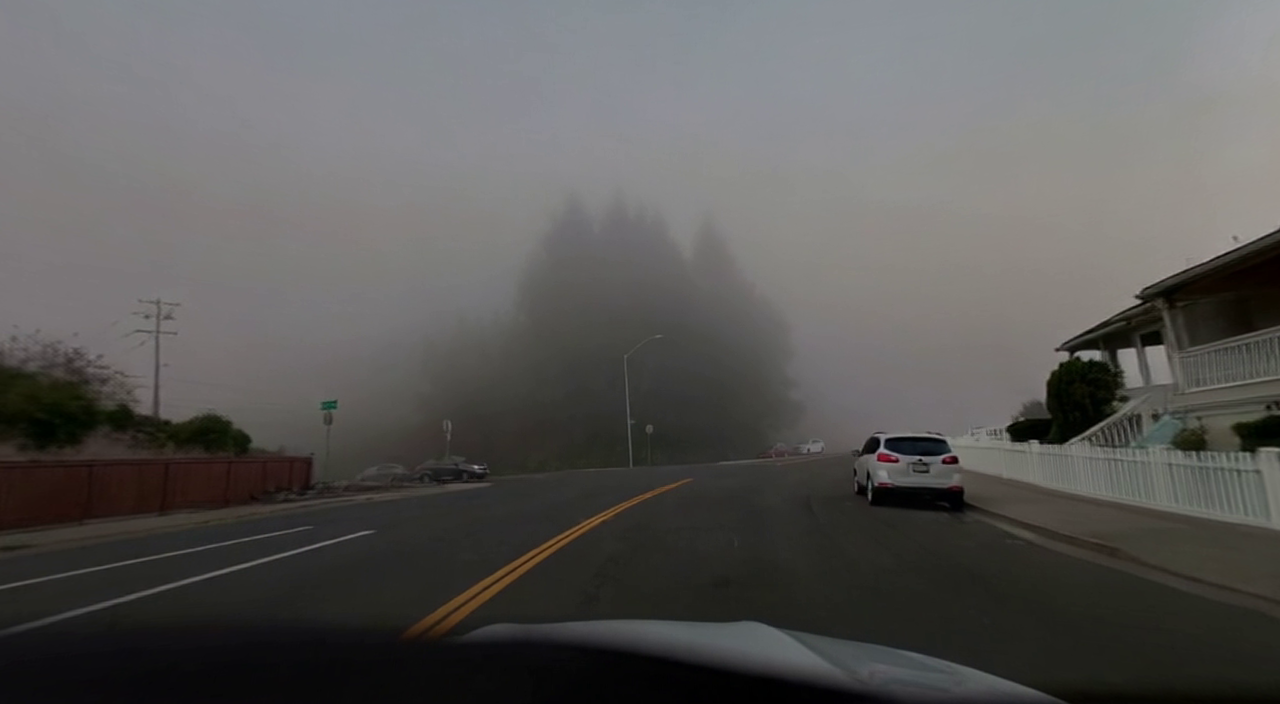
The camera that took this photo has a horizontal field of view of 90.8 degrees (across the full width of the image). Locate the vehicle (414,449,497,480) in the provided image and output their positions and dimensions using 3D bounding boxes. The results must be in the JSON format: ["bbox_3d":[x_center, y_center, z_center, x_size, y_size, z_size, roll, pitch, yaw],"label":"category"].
[{"bbox_3d":[-10.501,6.371,36.003,4.270,1.683,1.984,-4,-10,26],"label":"vehicle"}]

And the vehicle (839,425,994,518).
[{"bbox_3d":[5.905,2.577,14.148,2.105,1.705,4.392,-1,-9,10],"label":"vehicle"}]
